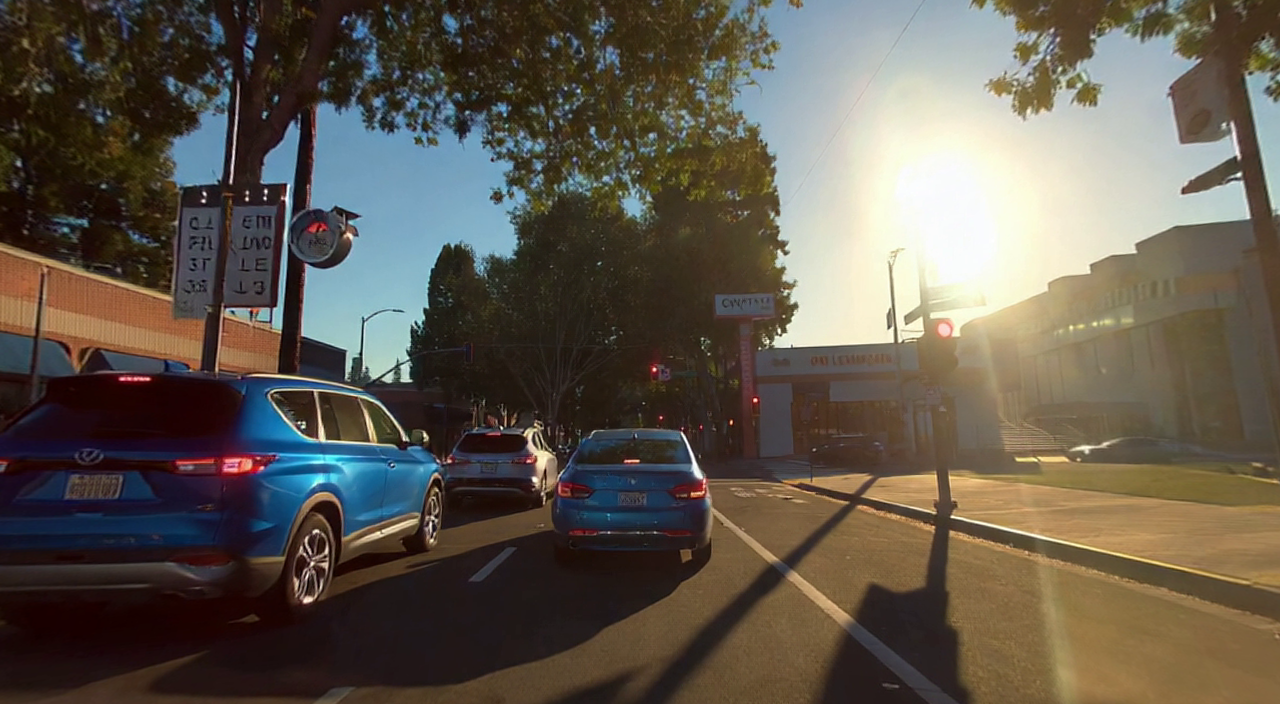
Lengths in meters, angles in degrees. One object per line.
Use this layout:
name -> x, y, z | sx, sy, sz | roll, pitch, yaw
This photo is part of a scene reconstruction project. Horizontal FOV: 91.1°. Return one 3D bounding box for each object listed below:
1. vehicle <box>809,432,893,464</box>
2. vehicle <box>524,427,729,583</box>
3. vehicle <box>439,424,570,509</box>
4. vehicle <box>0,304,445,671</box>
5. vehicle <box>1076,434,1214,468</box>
vehicle -> 11.953, 5.482, 35.771 | 4.116, 1.719, 2.069 | -1, -9, 7
vehicle -> -0.163, 1.784, 8.185 | 1.966, 1.481, 4.146 | 0, -8, -1
vehicle -> -2.931, 2.594, 14.598 | 2.047, 1.664, 4.148 | 0, -8, 1
vehicle -> -3.817, 1.130, 6.212 | 2.152, 2.118, 5.066 | 0, -8, 0
vehicle -> 23.786, 4.687, 29.854 | 4.809, 1.476, 1.845 | -6, -9, 32
